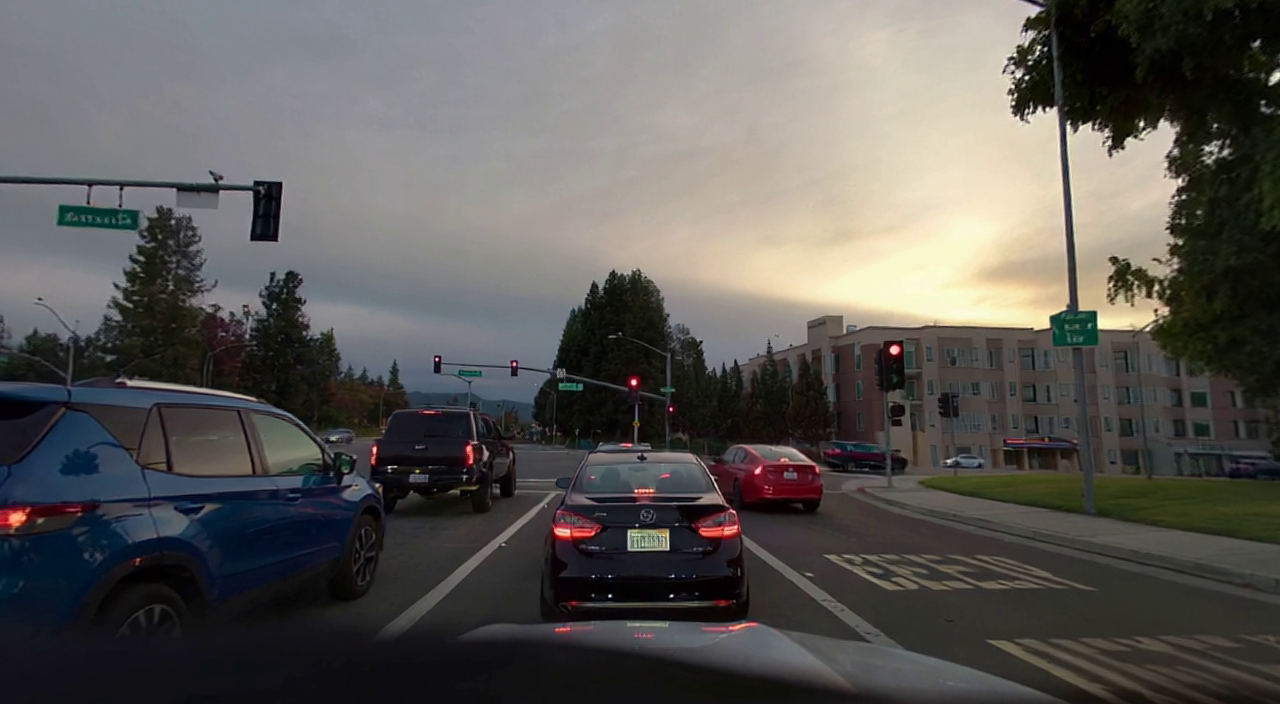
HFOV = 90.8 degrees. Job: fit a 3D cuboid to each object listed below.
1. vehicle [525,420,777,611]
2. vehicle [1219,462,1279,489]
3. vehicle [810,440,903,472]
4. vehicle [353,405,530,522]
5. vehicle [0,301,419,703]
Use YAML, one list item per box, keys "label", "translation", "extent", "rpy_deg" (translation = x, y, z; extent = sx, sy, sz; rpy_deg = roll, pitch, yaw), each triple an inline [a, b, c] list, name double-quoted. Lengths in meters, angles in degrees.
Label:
- label: "vehicle"
  translation: [-0.062, 1.623, 7.297]
  extent: [2.001, 1.483, 4.442]
  rpy_deg: [0, -8, -4]
- label: "vehicle"
  translation: [38.790, 7.525, 38.564]
  extent: [4.737, 1.572, 2.026]
  rpy_deg: [-1, -8, 3]
- label: "vehicle"
  translation: [13.289, 6.413, 39.041]
  extent: [4.874, 1.854, 2.230]
  rpy_deg: [1, -9, -5]
- label: "vehicle"
  translation: [-3.888, 2.317, 13.702]
  extent: [2.305, 1.984, 5.586]
  rpy_deg: [0, -8, -3]
- label: "vehicle"
  translation: [-3.145, 1.009, 4.140]
  extent: [1.924, 1.737, 4.387]
  rpy_deg: [0, -8, -2]
